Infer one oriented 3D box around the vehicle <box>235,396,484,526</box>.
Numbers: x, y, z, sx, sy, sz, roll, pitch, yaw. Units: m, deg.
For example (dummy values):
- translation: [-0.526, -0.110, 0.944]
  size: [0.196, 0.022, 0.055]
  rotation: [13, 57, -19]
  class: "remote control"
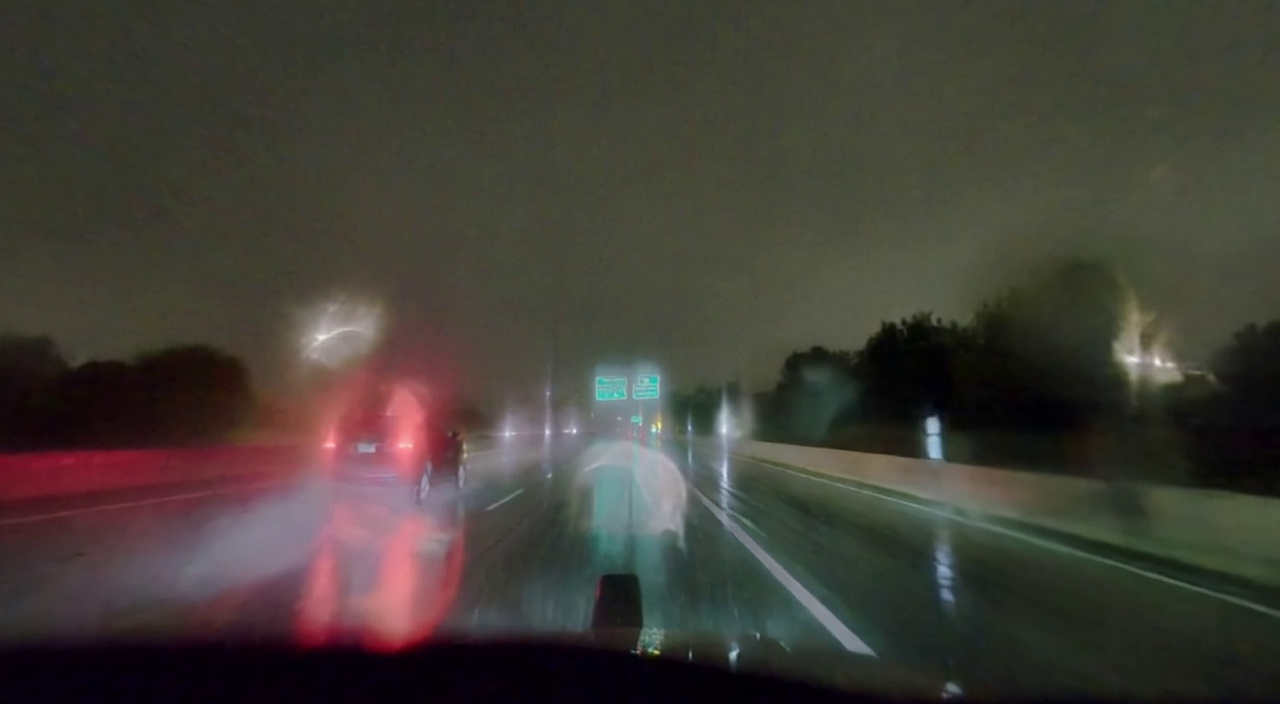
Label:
- translation: [-4.347, 1.781, 10.854]
  size: [2.153, 1.730, 4.772]
  rotation: [0, -8, -1]
  class: "vehicle"
